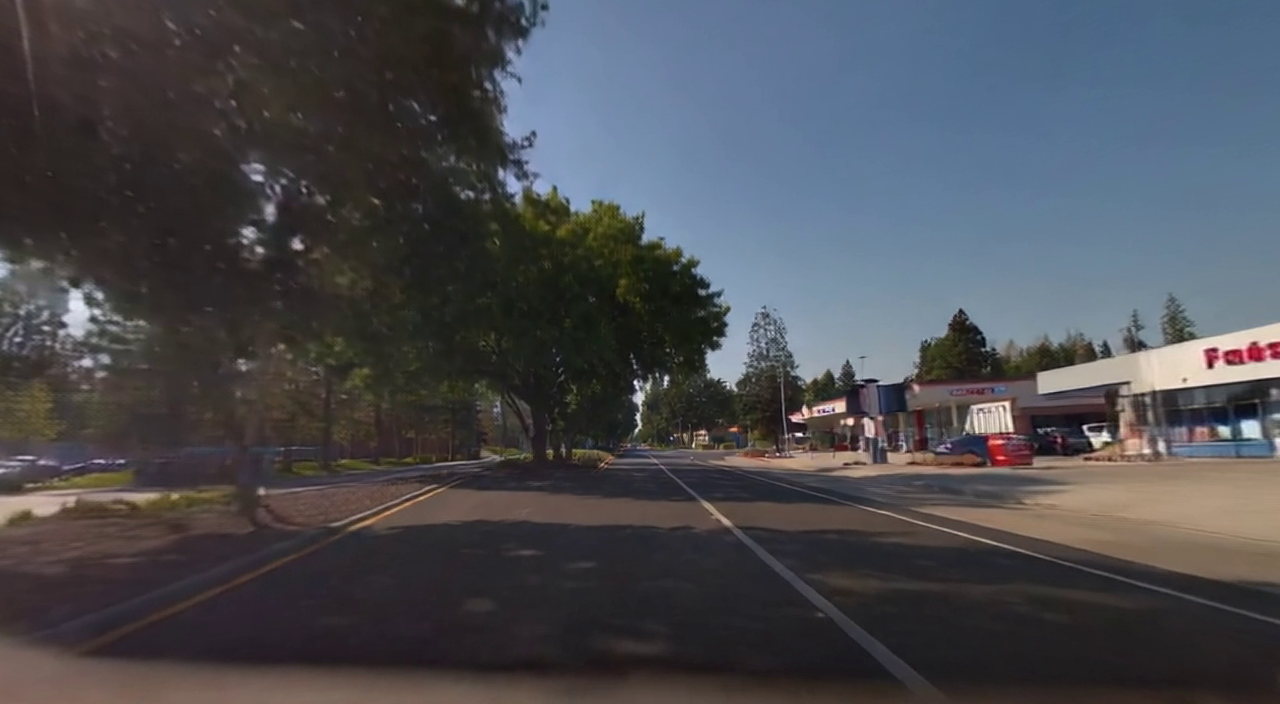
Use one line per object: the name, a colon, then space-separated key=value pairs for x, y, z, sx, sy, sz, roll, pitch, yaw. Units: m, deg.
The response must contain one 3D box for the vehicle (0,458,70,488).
vehicle: x=-37.297 y=7.261 z=37.869 sx=4.316 sy=1.603 sz=1.815 roll=-2 pitch=-9 yaw=-2
